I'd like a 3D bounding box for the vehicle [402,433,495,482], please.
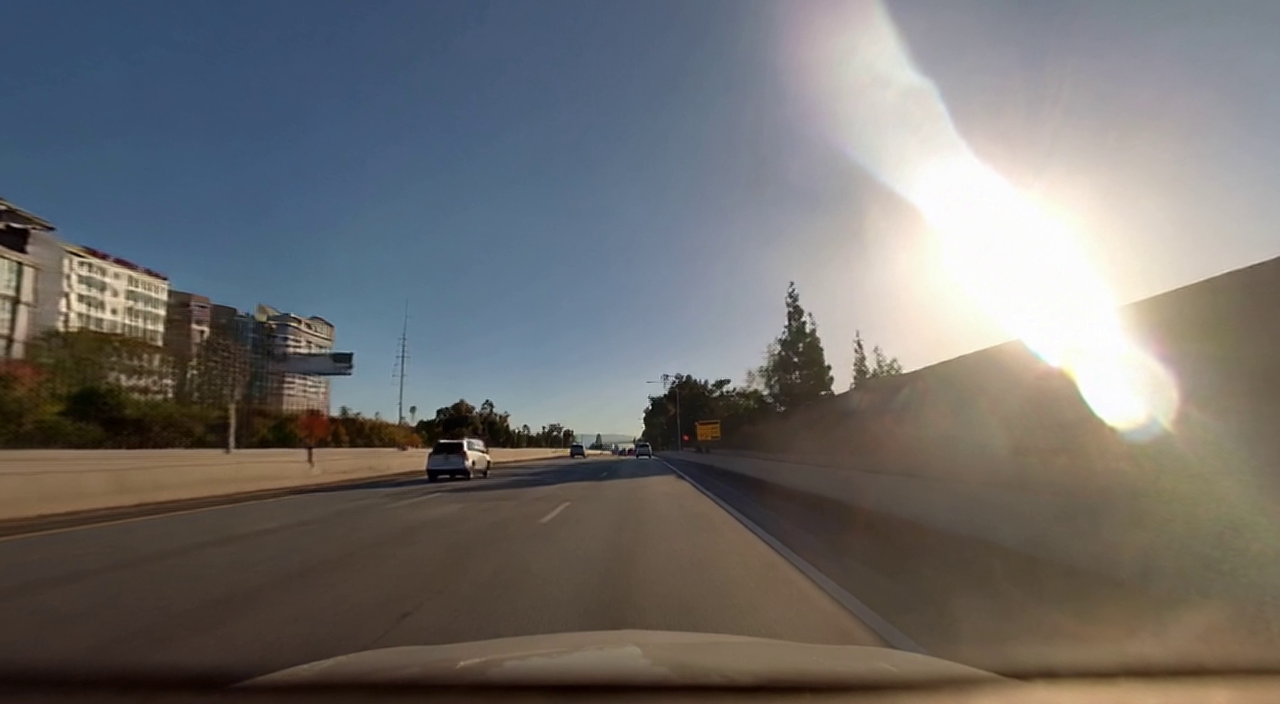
[{"bbox_3d":[-7.193,4.014,24.235,2.088,1.678,4.426,0,-8,1],"label":"vehicle"}]
